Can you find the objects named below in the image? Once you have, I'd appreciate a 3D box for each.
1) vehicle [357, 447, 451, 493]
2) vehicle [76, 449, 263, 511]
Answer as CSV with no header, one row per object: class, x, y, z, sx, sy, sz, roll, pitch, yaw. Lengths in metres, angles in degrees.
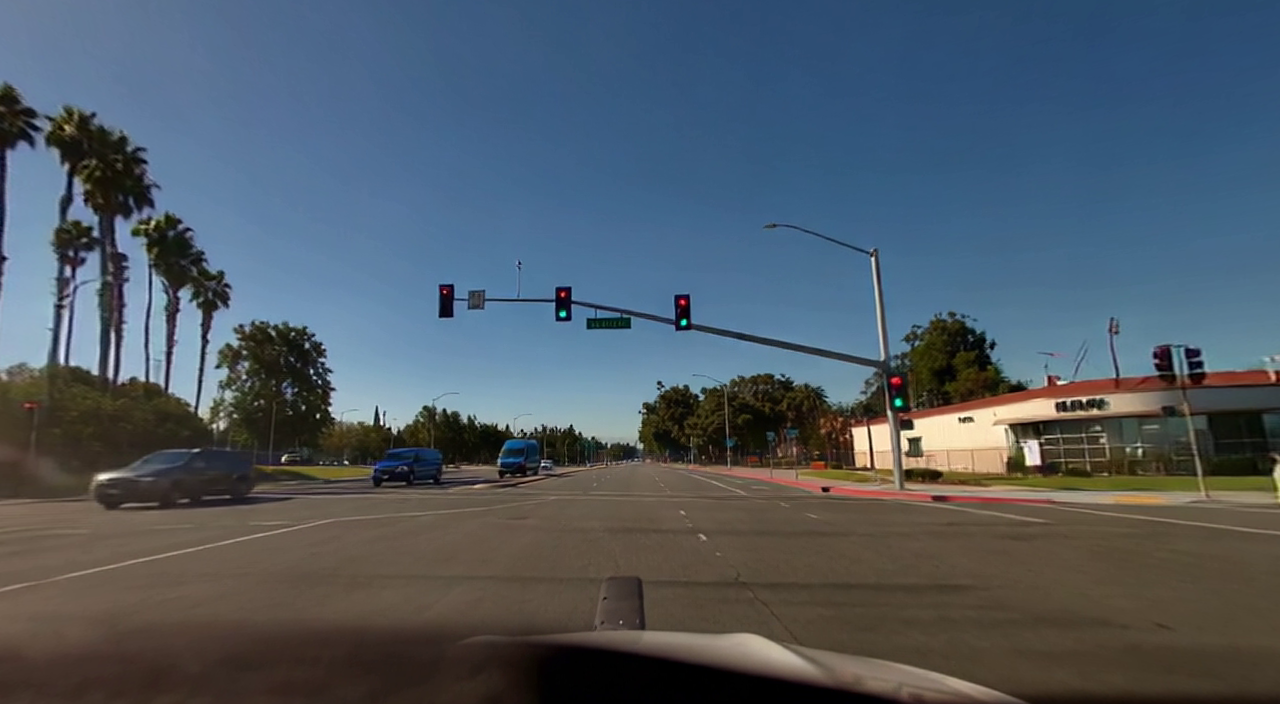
vehicle,-9.434,4.728,25.703,2.074,1.681,4.417,0,-9,1
vehicle,-13.972,3.787,19.230,1.995,1.632,4.609,-1,-9,3
